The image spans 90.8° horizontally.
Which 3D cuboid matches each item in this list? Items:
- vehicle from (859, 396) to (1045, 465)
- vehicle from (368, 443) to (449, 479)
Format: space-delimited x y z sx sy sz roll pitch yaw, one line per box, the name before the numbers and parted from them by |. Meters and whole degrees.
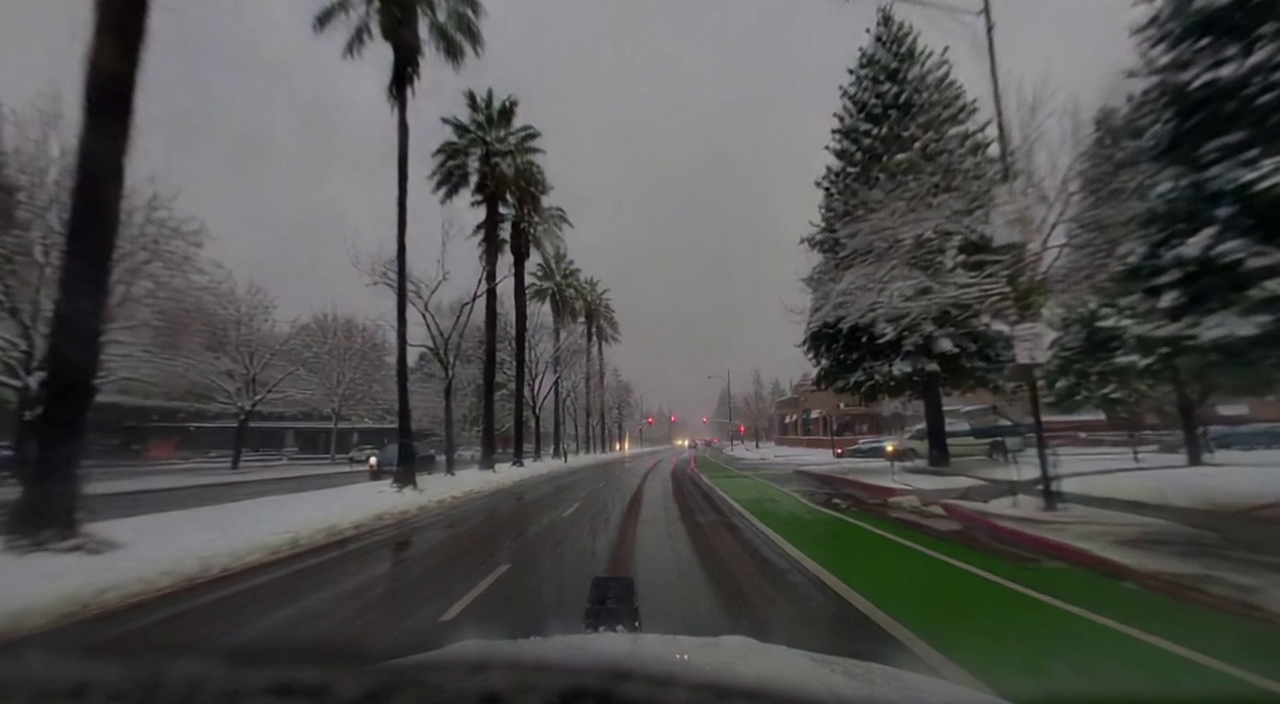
vehicle | 15.008 3.823 30.739 7.635 3.131 2.691 0 -9 -5
vehicle | -10.479 4.959 28.953 1.925 1.492 4.200 -1 -9 3
